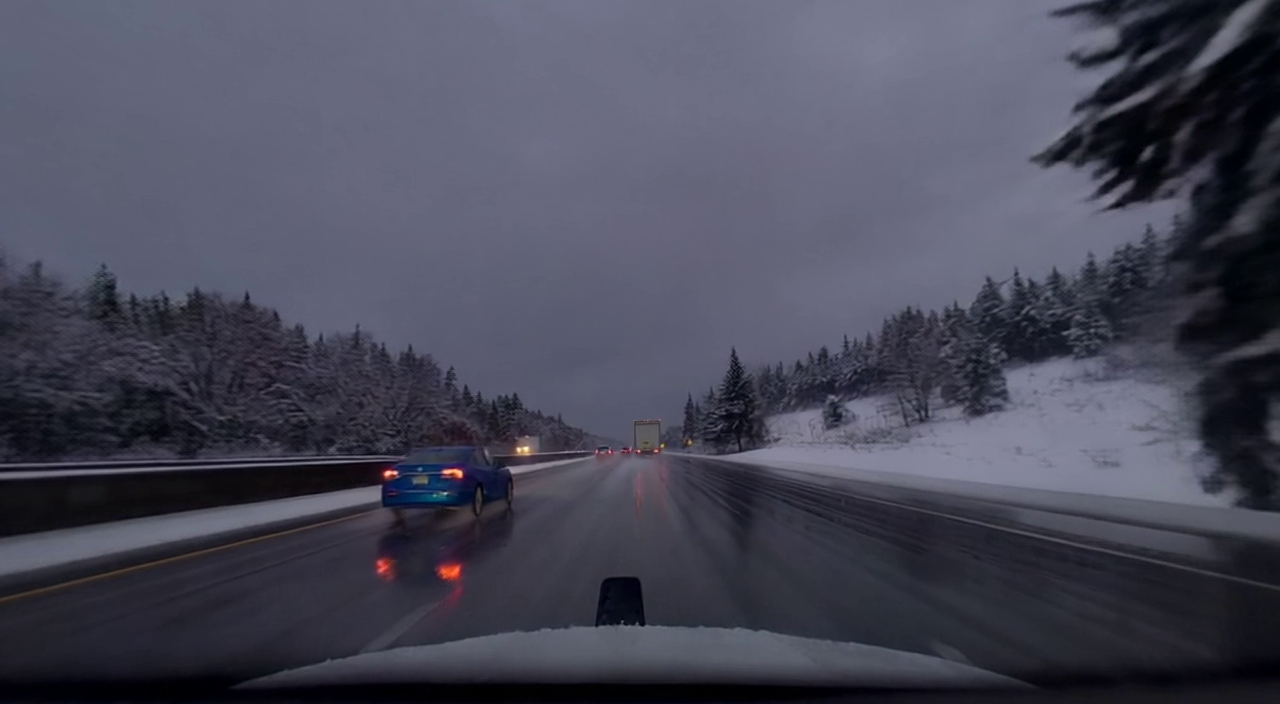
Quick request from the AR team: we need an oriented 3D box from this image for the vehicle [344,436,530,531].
[{"bbox_3d":[-3.755,2.533,12.801,1.999,1.533,4.870,-1,-9,2],"label":"vehicle"}]
